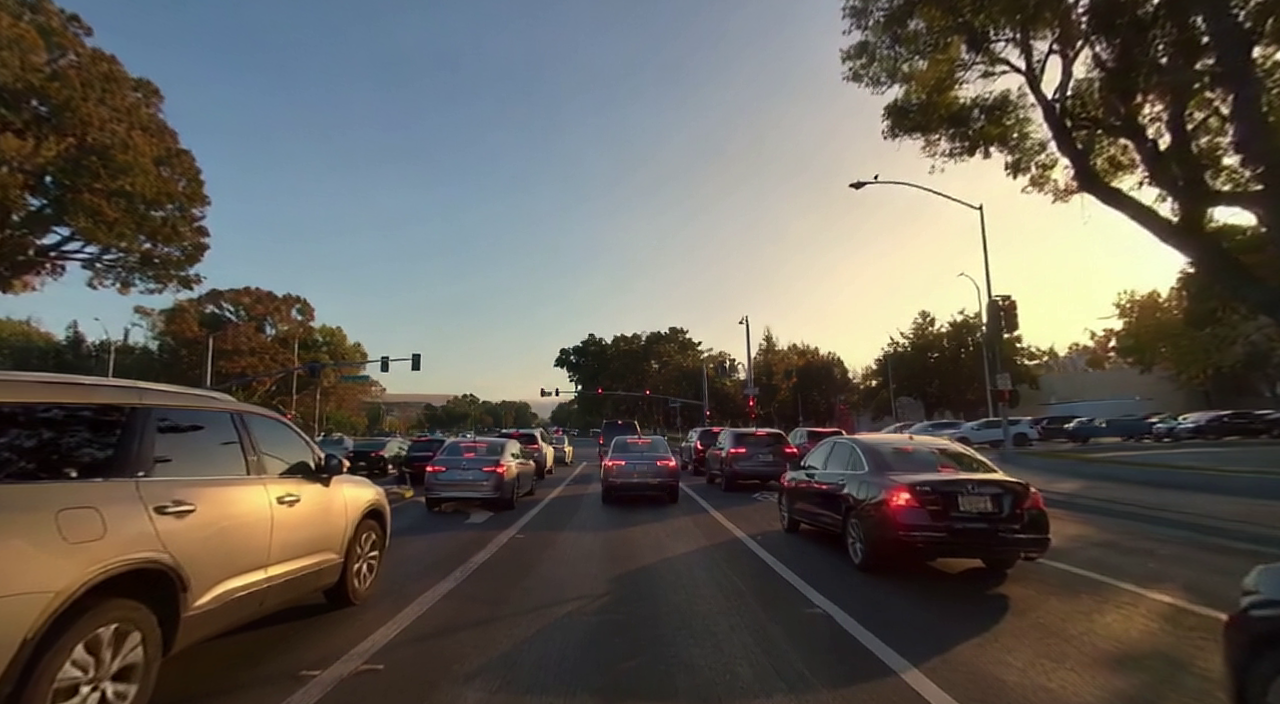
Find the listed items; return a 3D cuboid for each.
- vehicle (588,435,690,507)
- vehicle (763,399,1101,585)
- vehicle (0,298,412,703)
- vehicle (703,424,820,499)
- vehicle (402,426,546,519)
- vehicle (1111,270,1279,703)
[{"bbox_3d":[-0.093,2.698,14.756,2.076,1.438,3.770,0,-8,-2],"label":"vehicle"},{"bbox_3d":[3.125,1.603,8.042,2.074,1.685,4.387,0,-8,-2],"label":"vehicle"},{"bbox_3d":[-3.246,0.961,3.833,2.079,1.756,4.676,0,-8,-2],"label":"vehicle"},{"bbox_3d":[2.961,2.786,16.356,2.106,1.667,4.101,0,-8,-2],"label":"vehicle"},{"bbox_3d":[-3.140,2.368,12.908,1.896,1.546,4.378,0,-8,-2],"label":"vehicle"},{"bbox_3d":[3.339,0.383,0.454,2.111,1.839,4.857,0,-8,-1],"label":"vehicle"}]
